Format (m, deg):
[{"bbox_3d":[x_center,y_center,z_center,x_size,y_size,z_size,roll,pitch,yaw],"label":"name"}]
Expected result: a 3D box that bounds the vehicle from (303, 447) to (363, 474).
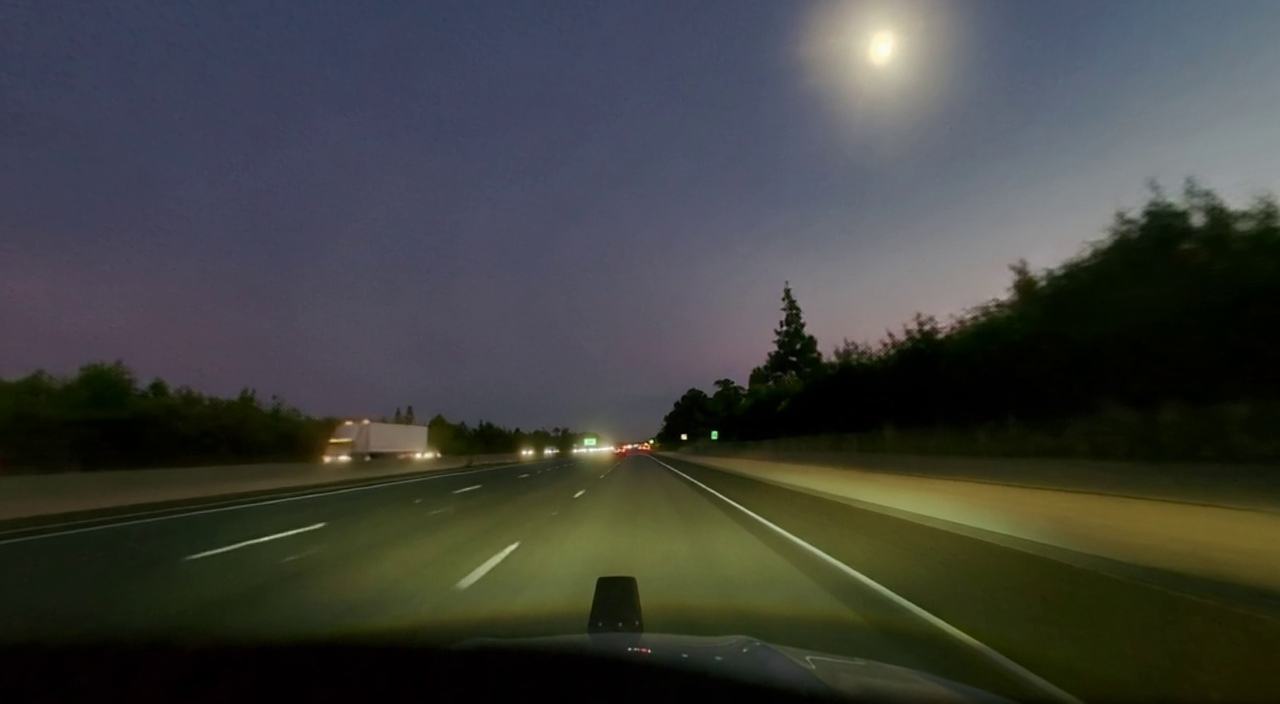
[{"bbox_3d":[-20.807,7.330,42.930,1.939,1.688,4.267,0,-9,-1],"label":"vehicle"}]
